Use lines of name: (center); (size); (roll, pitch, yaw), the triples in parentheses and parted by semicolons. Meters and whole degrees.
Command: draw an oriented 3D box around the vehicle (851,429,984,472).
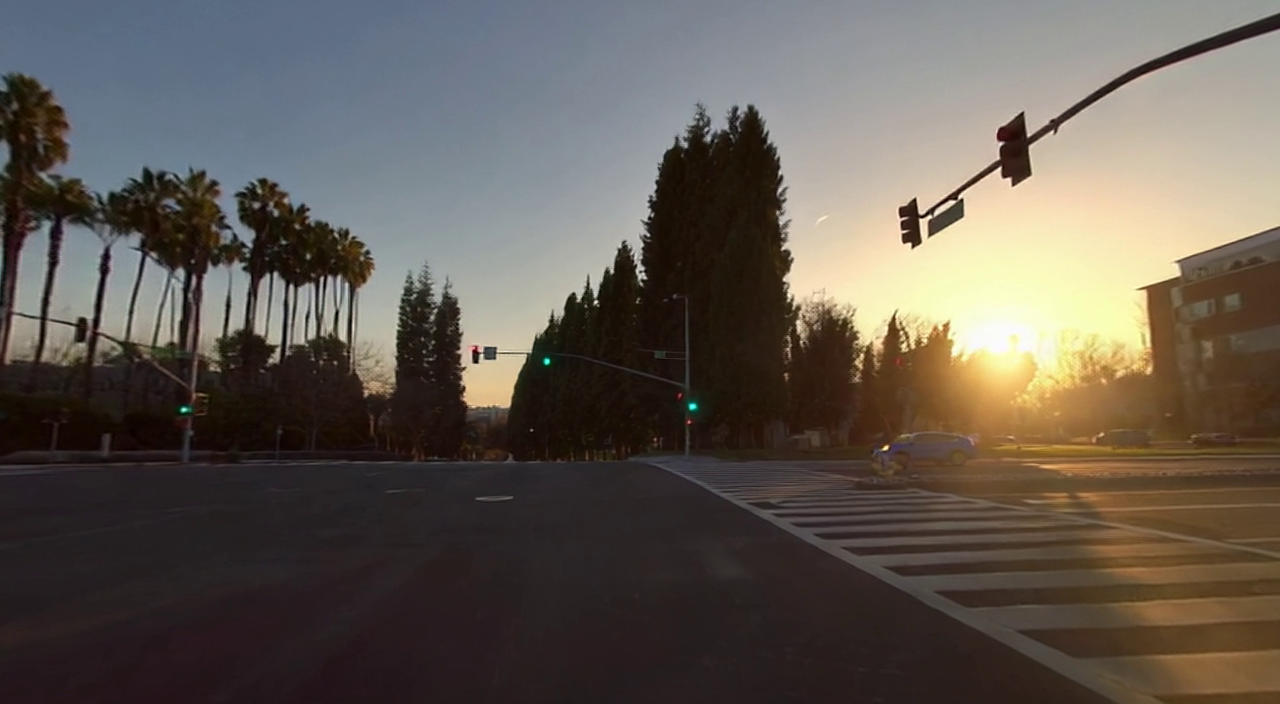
vehicle: (12.005, 4.296, 27.433); (4.820, 1.751, 2.050); (0, -8, -3)
